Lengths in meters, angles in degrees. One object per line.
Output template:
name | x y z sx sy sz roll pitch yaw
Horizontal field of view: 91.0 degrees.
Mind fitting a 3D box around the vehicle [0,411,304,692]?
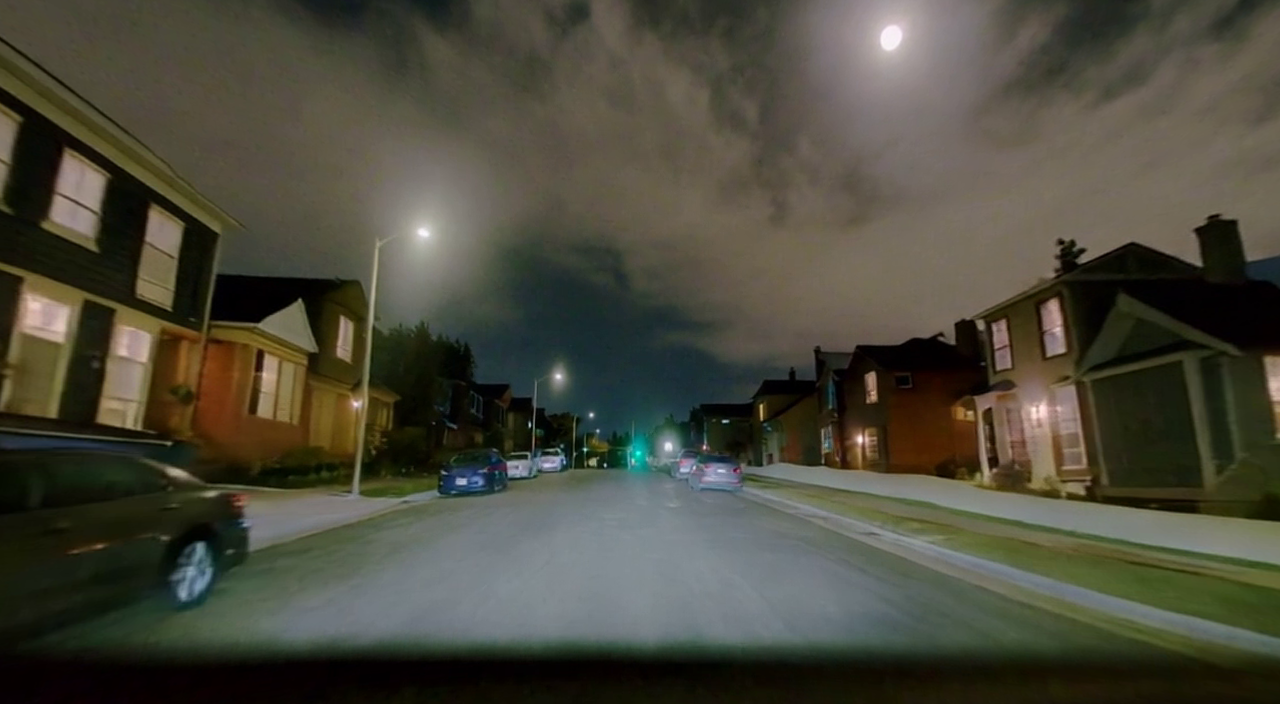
vehicle | -4.433 1.139 3.930 2.080 1.471 4.638 1 -9 0

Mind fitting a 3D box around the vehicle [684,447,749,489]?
vehicle | 2.927 4.541 25.025 1.888 1.484 4.476 0 -8 -1

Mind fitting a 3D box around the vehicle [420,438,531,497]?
vehicle | -4.601 3.301 18.503 2.020 1.470 5.300 0 -8 -2

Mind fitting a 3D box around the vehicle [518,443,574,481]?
vehicle | -4.410 5.204 30.239 2.089 1.508 4.537 2 -7 -1
